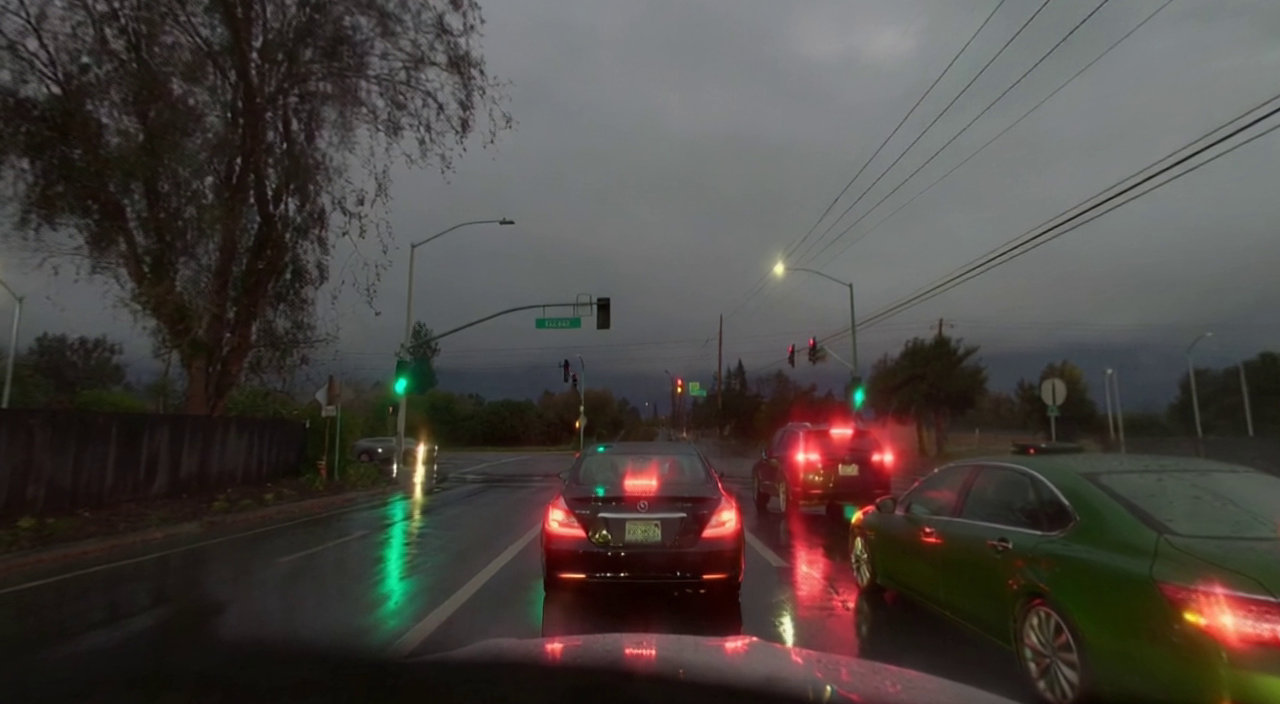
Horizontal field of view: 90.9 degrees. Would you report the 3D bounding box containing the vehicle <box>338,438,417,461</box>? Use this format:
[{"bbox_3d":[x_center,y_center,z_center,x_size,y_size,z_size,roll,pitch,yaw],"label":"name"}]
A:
[{"bbox_3d":[-17.242,6.413,41.468,4.406,1.458,1.892,-1,-8,7],"label":"vehicle"}]

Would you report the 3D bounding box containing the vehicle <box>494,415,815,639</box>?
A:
[{"bbox_3d":[0.067,1.504,6.519,2.170,1.497,4.369,0,-8,-1],"label":"vehicle"}]

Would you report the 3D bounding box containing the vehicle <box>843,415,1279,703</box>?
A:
[{"bbox_3d":[3.090,1.238,4.152,2.027,1.432,4.431,0,-8,0],"label":"vehicle"}]
